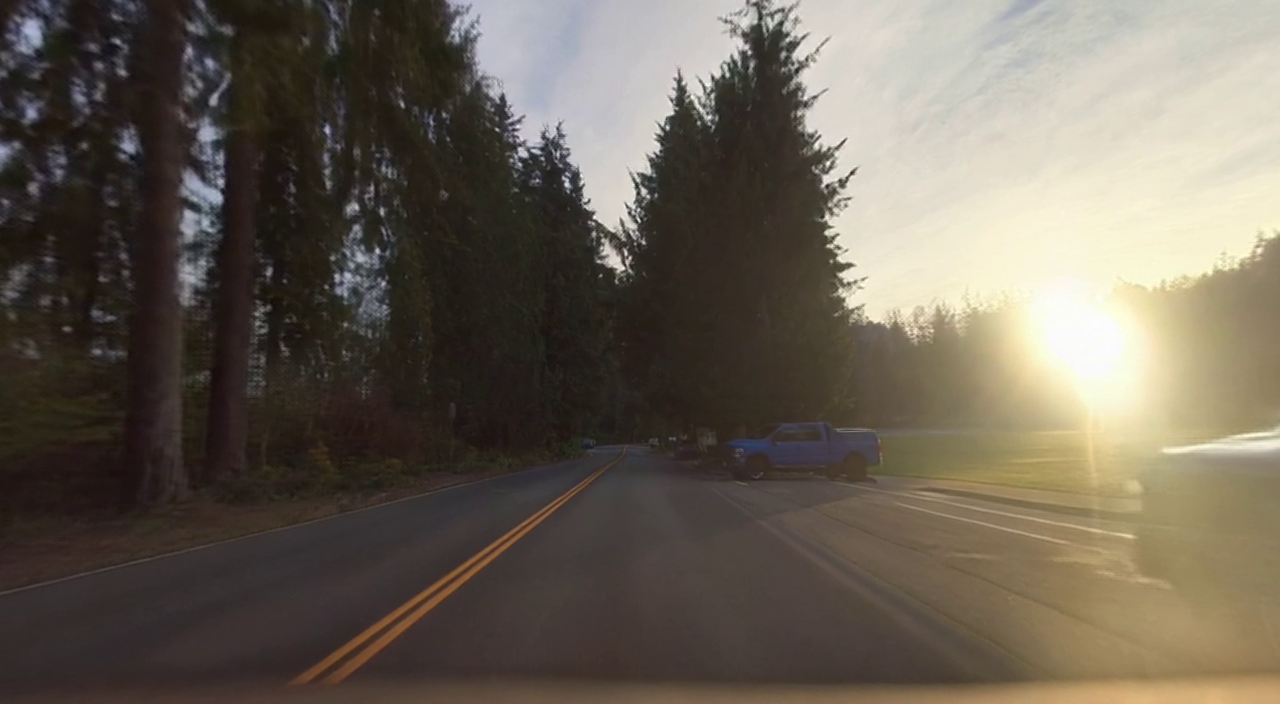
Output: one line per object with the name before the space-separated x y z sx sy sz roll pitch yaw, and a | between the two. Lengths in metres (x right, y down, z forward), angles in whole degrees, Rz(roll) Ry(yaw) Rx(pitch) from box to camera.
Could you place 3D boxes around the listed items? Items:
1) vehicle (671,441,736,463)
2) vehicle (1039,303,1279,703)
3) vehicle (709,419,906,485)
vehicle | 4.975 7.874 49.734 4.791 1.706 1.963 1 -8 -5
vehicle | 6.000 0.866 3.533 5.797 2.070 2.502 0 -8 -1
vehicle | 6.164 3.766 24.027 6.645 2.298 2.763 0 -8 -3
